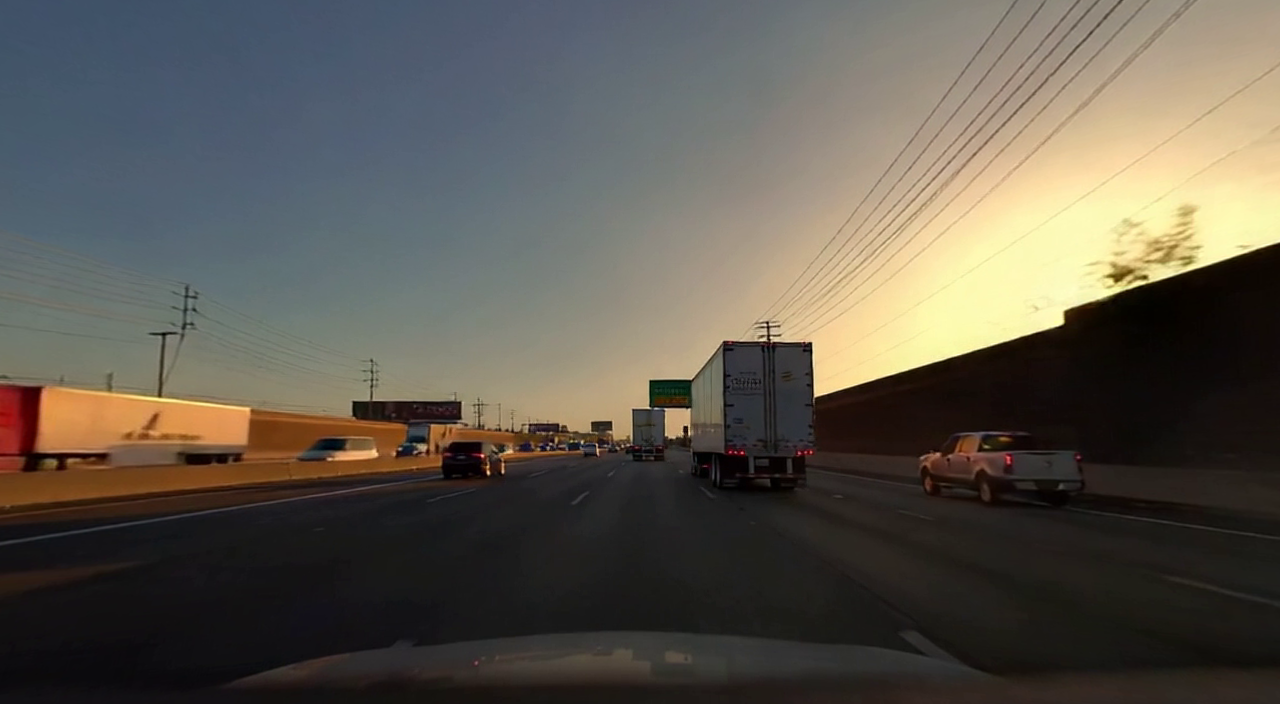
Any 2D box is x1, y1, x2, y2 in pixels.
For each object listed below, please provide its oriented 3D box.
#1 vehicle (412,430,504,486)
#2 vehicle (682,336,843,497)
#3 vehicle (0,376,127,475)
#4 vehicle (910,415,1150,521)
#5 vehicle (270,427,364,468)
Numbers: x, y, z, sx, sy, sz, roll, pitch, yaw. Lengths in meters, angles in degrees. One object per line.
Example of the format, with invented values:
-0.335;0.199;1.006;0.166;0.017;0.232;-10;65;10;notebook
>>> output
-6.611;3.927;23.614;2.004;1.846;4.739;0;-9;0;vehicle
3.669;2.867;24.606;2.892;4.152;16.575;0;-9;0;vehicle
-27.553;3.230;27.401;2.998;3.998;8.850;0;-9;1;vehicle
7.839;2.376;13.440;2.115;1.844;4.522;0;-9;-1;vehicle
-16.665;4.981;32.969;2.315;1.940;4.685;0;-9;1;vehicle
